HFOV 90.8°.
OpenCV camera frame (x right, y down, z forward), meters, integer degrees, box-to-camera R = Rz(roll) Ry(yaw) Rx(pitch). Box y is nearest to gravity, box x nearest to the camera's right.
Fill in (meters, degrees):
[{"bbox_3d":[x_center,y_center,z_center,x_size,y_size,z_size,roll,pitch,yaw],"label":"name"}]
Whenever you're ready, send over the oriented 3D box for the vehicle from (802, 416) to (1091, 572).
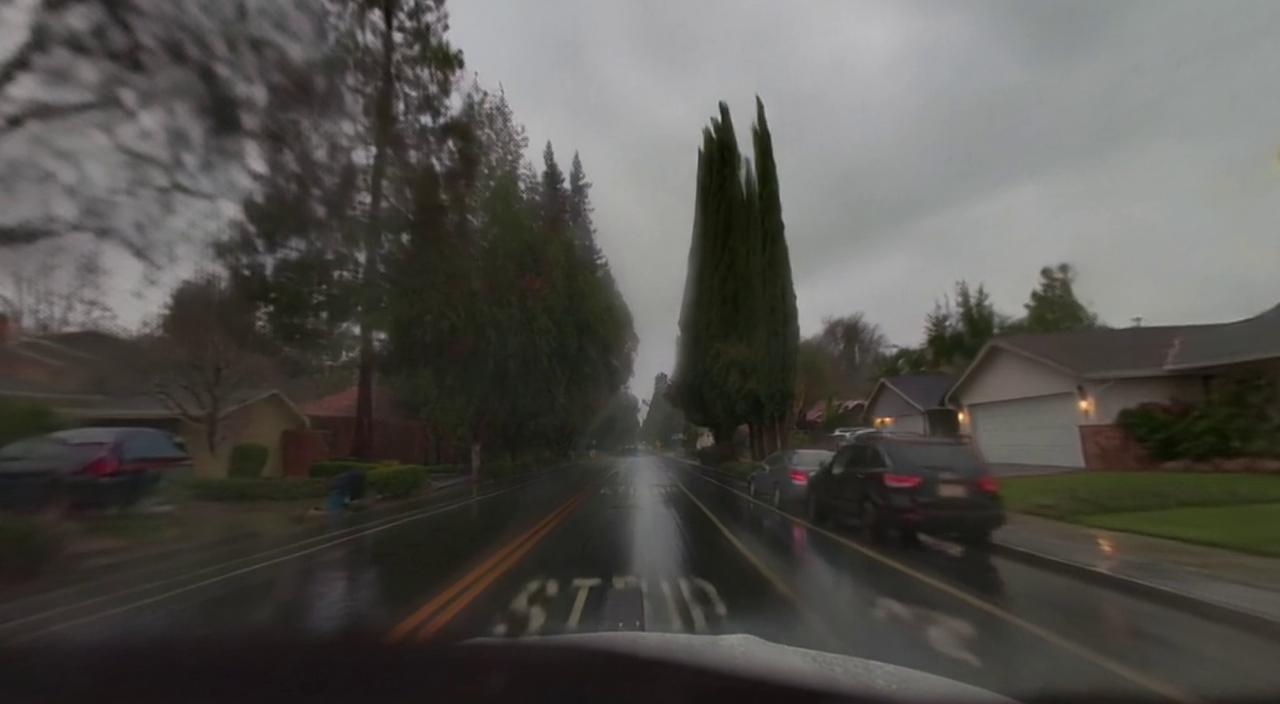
[{"bbox_3d":[4.183,2.016,9.818,2.032,1.792,4.849,0,-9,0],"label":"vehicle"}]
